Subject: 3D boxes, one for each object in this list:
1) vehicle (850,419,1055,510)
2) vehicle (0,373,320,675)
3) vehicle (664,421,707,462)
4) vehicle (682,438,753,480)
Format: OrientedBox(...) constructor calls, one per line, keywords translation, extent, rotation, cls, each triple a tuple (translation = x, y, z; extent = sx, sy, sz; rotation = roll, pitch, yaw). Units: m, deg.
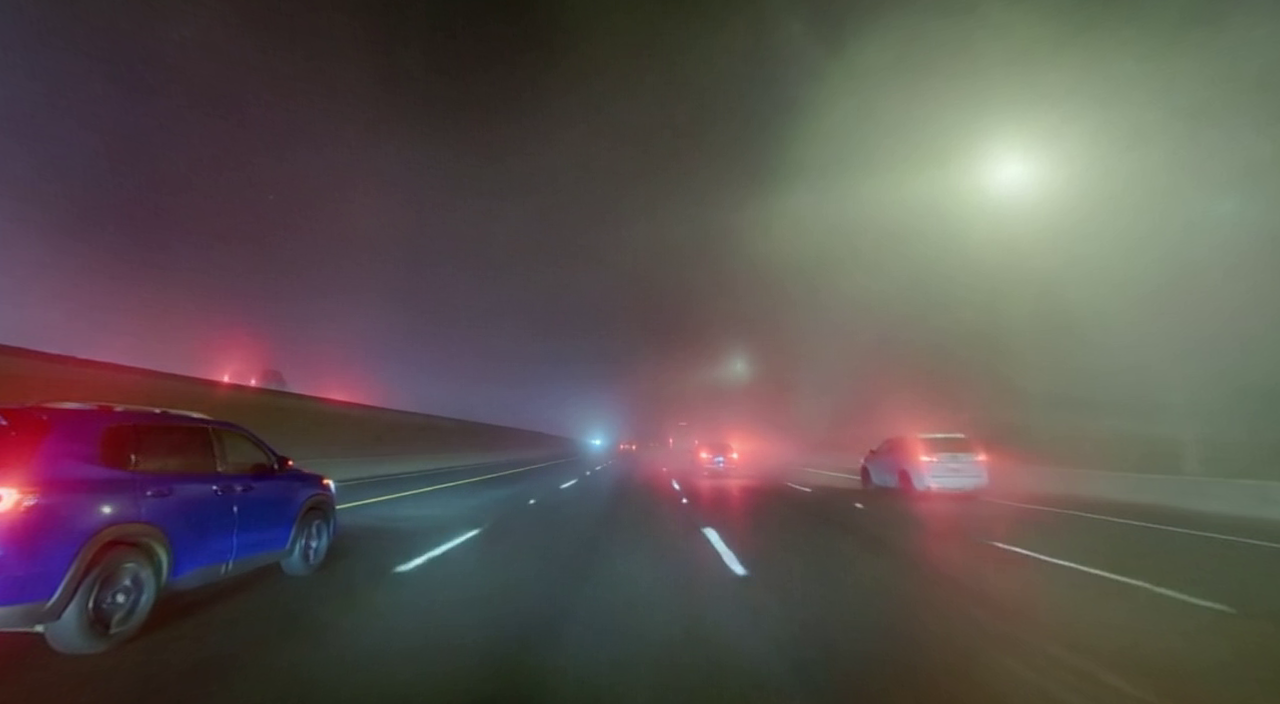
OrientedBox(translation=(6.745, 2.487, 14.462), extent=(2.184, 1.712, 4.856), rotation=(0, -8, 0), cls="vehicle")
OrientedBox(translation=(-4.513, 1.128, 4.719), extent=(2.000, 1.646, 4.201), rotation=(0, -8, 0), cls="vehicle")
OrientedBox(translation=(3.148, 6.439, 45.404), extent=(2.629, 2.718, 6.740), rotation=(0, -8, 0), cls="vehicle")
OrientedBox(translation=(2.938, 4.203, 25.148), extent=(2.108, 1.509, 5.059), rotation=(0, -8, -1), cls="vehicle")
